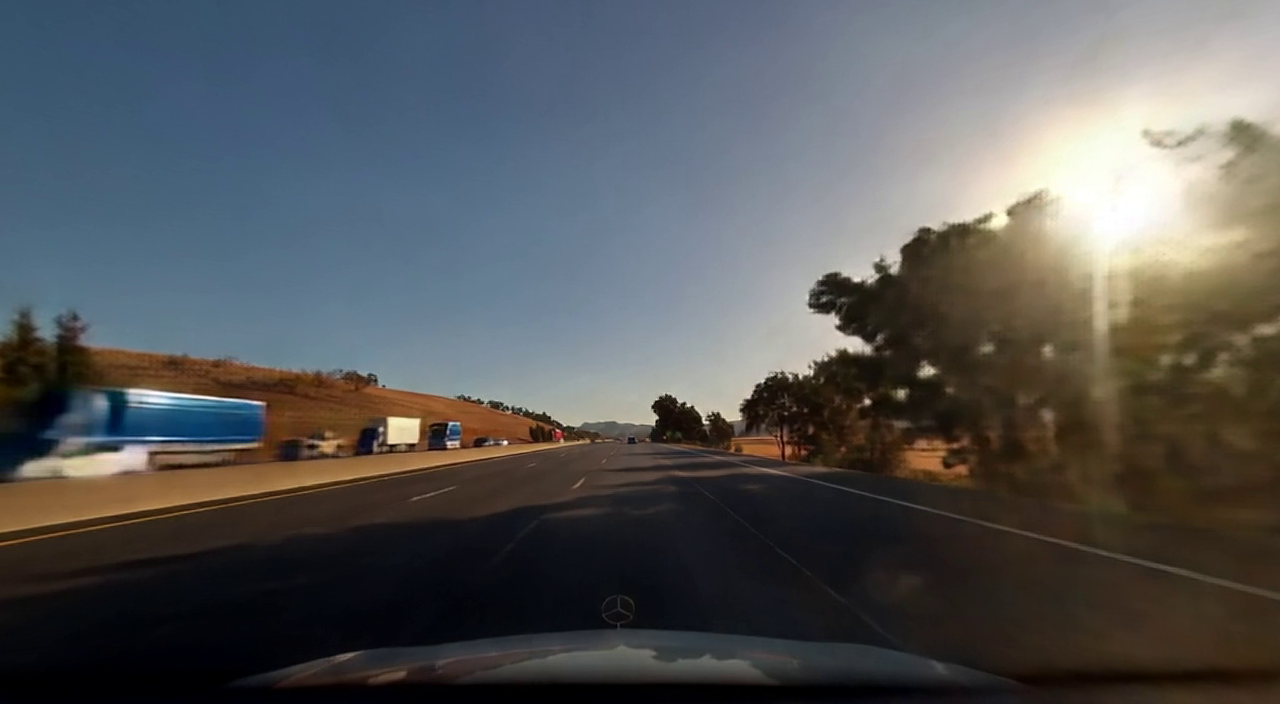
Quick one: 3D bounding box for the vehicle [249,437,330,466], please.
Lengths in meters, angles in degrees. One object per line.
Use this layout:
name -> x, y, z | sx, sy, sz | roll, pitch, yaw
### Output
vehicle -> -19.525, 5.520, 35.257 | 2.010, 1.531, 4.504 | 0, -8, -1

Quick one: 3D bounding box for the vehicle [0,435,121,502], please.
vehicle -> -15.444, 2.781, 15.315 | 1.920, 1.499, 4.335 | 0, -8, -1

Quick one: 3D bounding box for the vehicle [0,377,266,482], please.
vehicle -> -23.329, 3.722, 29.633 | 3.250, 3.781, 13.806 | 0, -8, -1
